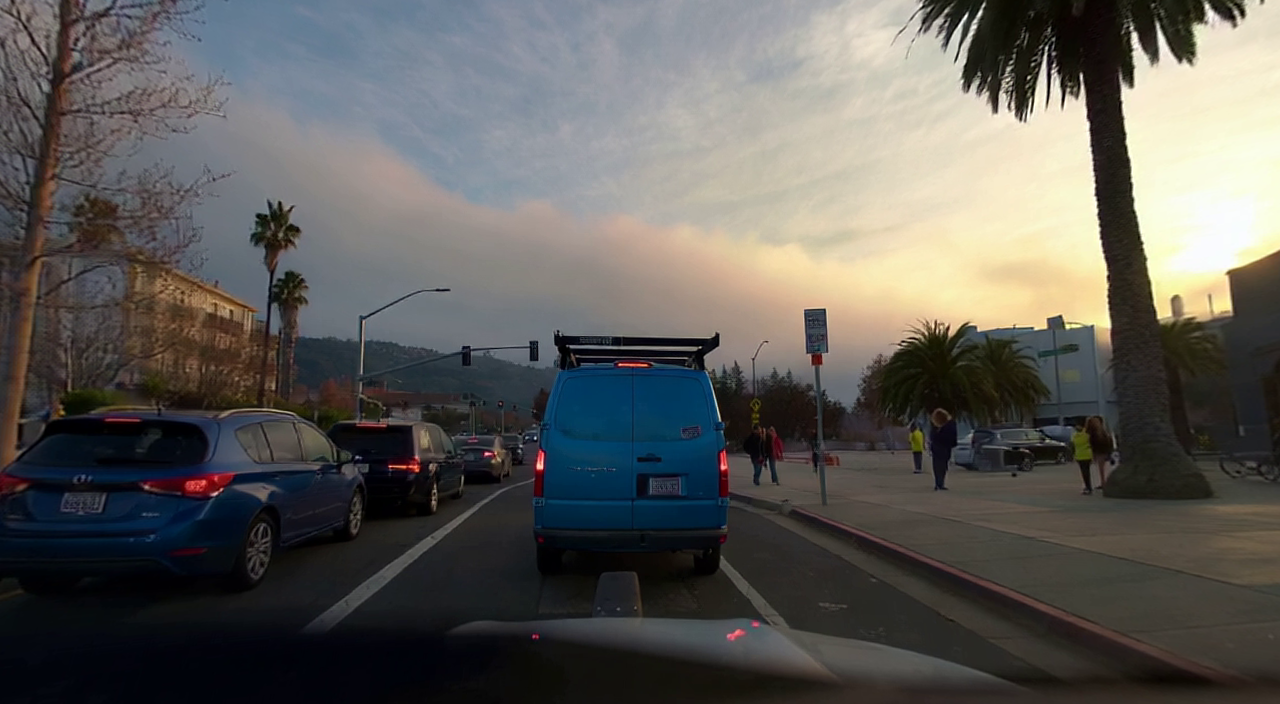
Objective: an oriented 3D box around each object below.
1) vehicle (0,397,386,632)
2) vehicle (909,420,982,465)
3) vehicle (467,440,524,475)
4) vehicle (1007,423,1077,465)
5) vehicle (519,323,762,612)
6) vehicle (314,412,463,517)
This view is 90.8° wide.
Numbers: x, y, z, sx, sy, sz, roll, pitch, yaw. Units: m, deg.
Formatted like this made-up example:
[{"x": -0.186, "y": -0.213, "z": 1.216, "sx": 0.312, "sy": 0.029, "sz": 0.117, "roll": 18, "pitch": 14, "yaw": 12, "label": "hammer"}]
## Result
[{"x": -4.382, "y": 1.470, "z": 6.678, "sx": 1.986, "sy": 1.643, "sz": 4.315, "roll": 1, "pitch": -9, "yaw": -6, "label": "vehicle"}, {"x": 12.654, "y": 3.754, "z": 26.045, "sx": 2.046, "sy": 1.675, "sz": 3.924, "roll": -6, "pitch": -10, "yaw": 33, "label": "vehicle"}, {"x": -6.827, "y": 4.891, "z": 29.587, "sx": 1.818, "sy": 1.479, "sz": 4.428, "roll": 4, "pitch": -9, "yaw": -22, "label": "vehicle"}, {"x": 15.799, "y": 3.612, "z": 24.726, "sx": 2.048, "sy": 1.475, "sz": 3.972, "roll": -6, "pitch": -10, "yaw": 34, "label": "vehicle"}, {"x": -0.204, "y": 1.206, "z": 7.176, "sx": 1.902, "sy": 2.238, "sz": 4.263, "roll": 1, "pitch": -9, "yaw": -6, "label": "vehicle"}, {"x": -5.215, "y": 2.392, "z": 13.896, "sx": 2.089, "sy": 1.854, "sz": 5.022, "roll": 2, "pitch": -9, "yaw": -11, "label": "vehicle"}]
